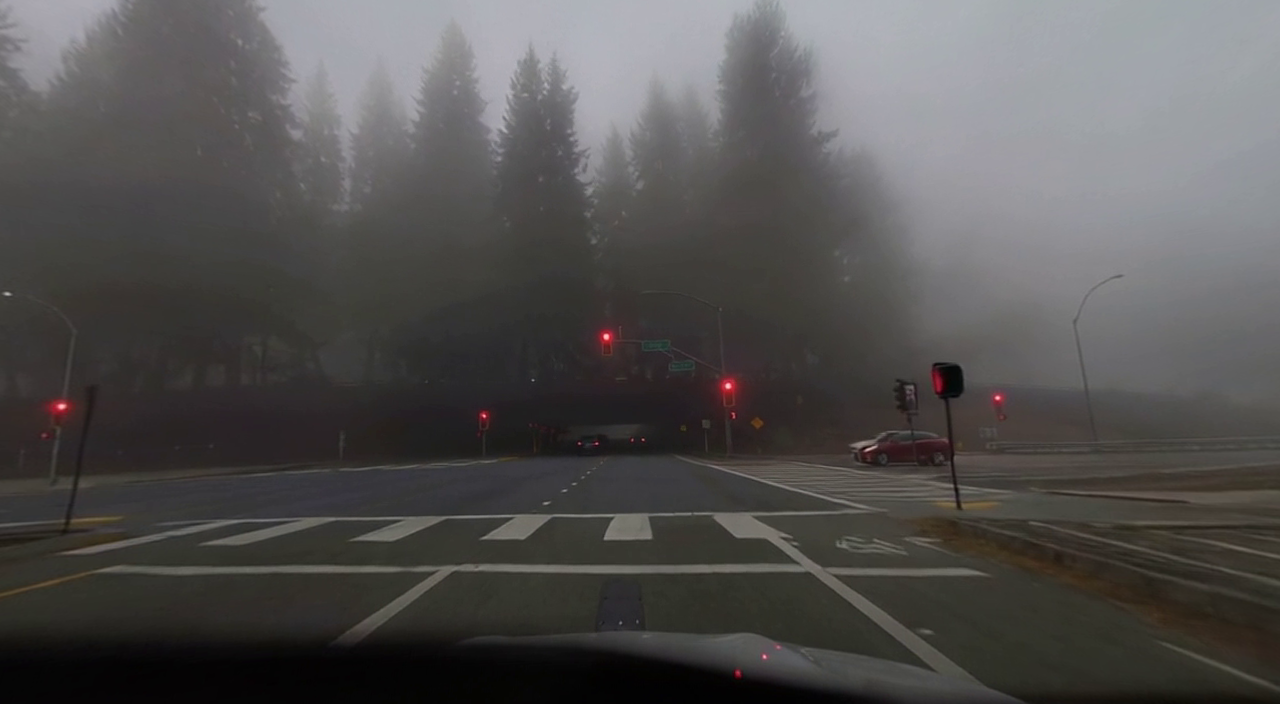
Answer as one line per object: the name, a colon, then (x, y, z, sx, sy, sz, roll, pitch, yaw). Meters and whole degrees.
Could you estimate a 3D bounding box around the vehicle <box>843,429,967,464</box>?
vehicle: (11.650, 4.160, 27.888, 4.691, 1.466, 1.800, 1, -9, -7)
